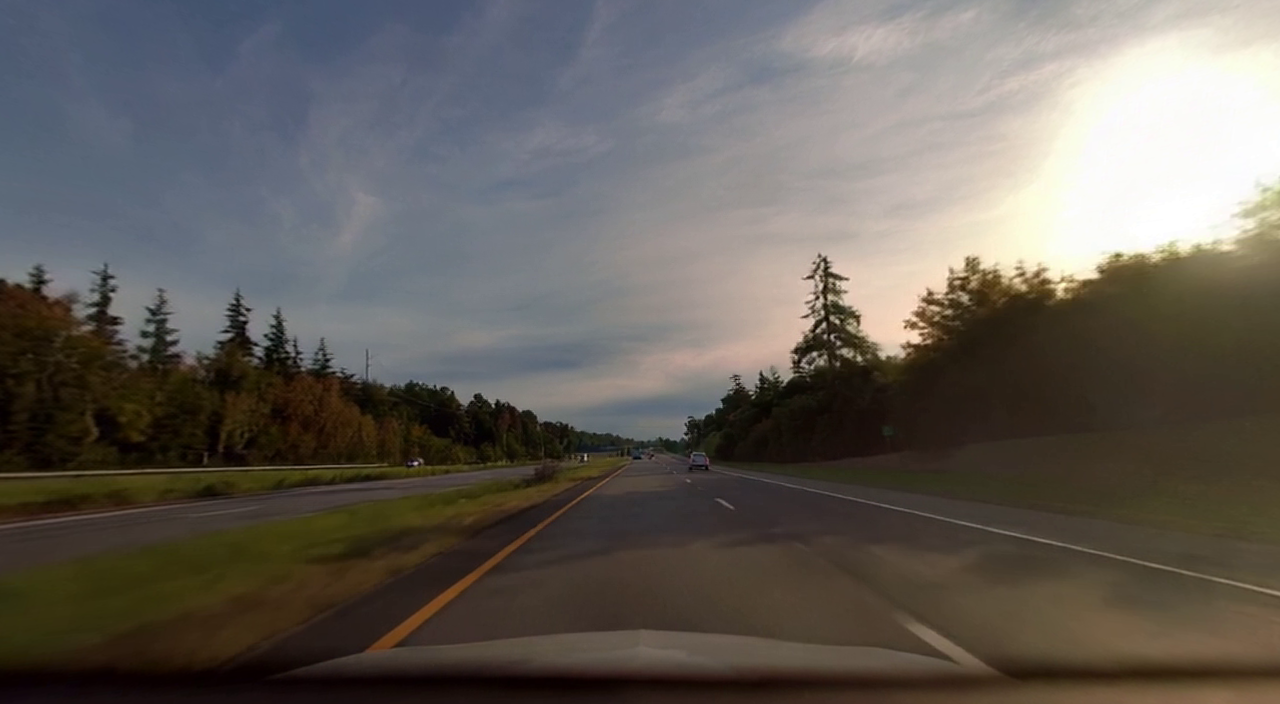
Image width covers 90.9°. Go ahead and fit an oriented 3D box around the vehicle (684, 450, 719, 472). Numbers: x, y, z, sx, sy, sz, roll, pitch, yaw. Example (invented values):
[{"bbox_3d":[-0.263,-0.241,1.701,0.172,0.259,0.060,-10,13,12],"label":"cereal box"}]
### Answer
[{"bbox_3d":[4.252,7.639,44.406,1.984,1.481,4.376,0,-9,0],"label":"vehicle"}]
